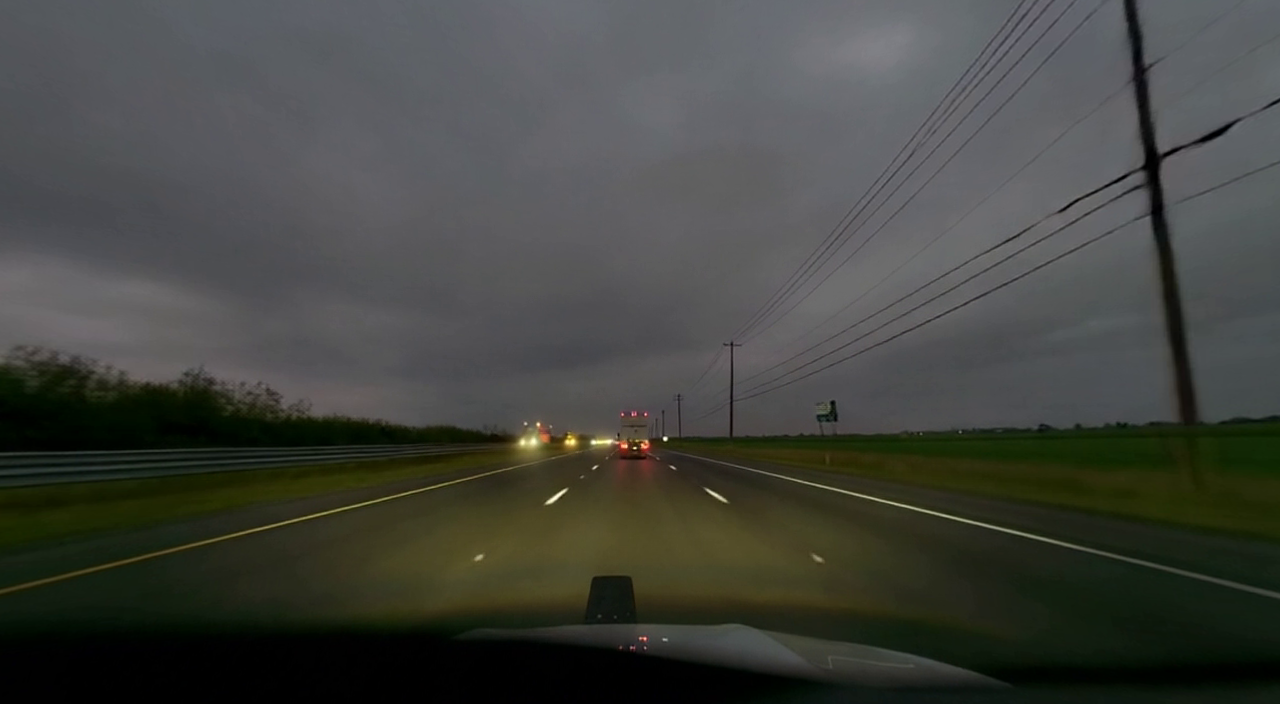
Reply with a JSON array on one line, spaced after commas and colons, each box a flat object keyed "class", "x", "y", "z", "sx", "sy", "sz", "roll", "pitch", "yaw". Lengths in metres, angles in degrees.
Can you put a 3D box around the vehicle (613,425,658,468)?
[{"class": "vehicle", "x": -0.299, "y": 5.053, "z": 33.942, "sx": 2.240, "sy": 2.129, "sz": 4.480, "roll": 0, "pitch": -8, "yaw": -2}]
